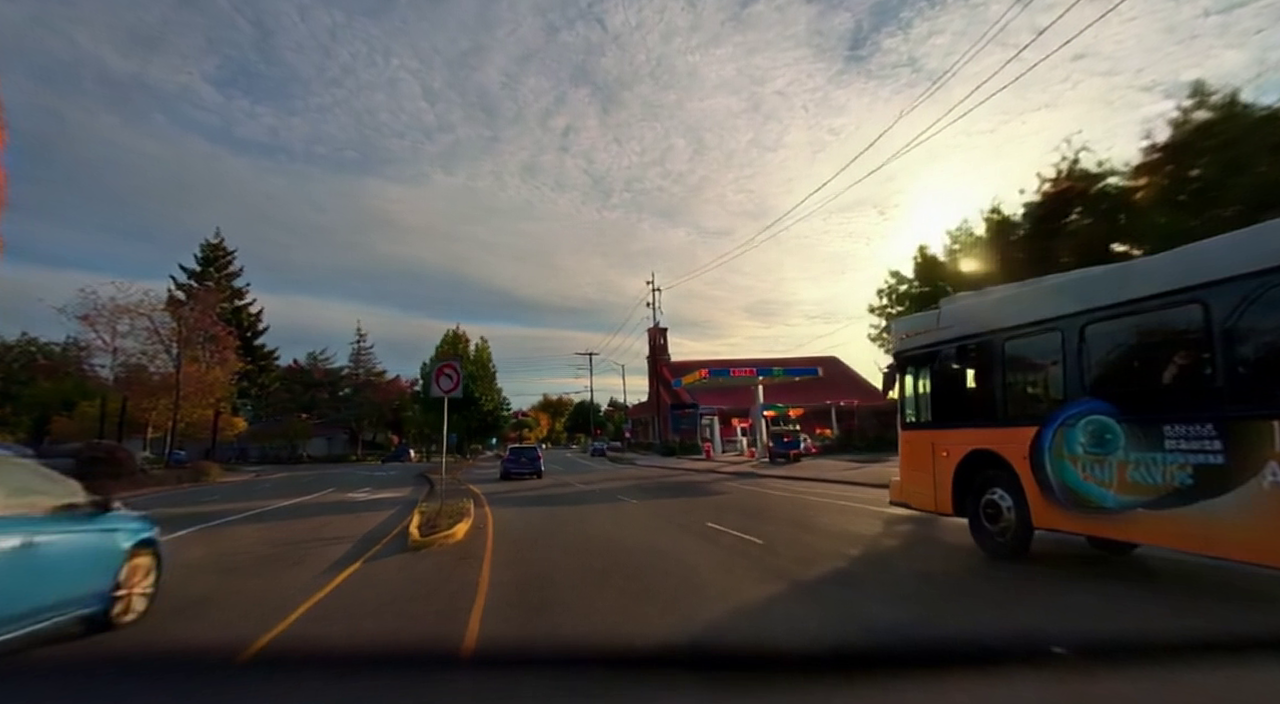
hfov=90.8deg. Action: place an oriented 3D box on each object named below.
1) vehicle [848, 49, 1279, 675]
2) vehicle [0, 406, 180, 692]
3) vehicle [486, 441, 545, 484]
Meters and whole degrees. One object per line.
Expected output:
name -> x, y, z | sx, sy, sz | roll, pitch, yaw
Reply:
vehicle -> 5.073, -0.093, 2.526 | 3.028, 3.353, 12.630 | 1, -9, -6
vehicle -> -4.631, 1.089, 3.287 | 2.060, 1.624, 4.179 | 2, -9, -13
vehicle -> -5.341, 4.619, 26.725 | 2.032, 1.621, 4.082 | 2, -9, -17
